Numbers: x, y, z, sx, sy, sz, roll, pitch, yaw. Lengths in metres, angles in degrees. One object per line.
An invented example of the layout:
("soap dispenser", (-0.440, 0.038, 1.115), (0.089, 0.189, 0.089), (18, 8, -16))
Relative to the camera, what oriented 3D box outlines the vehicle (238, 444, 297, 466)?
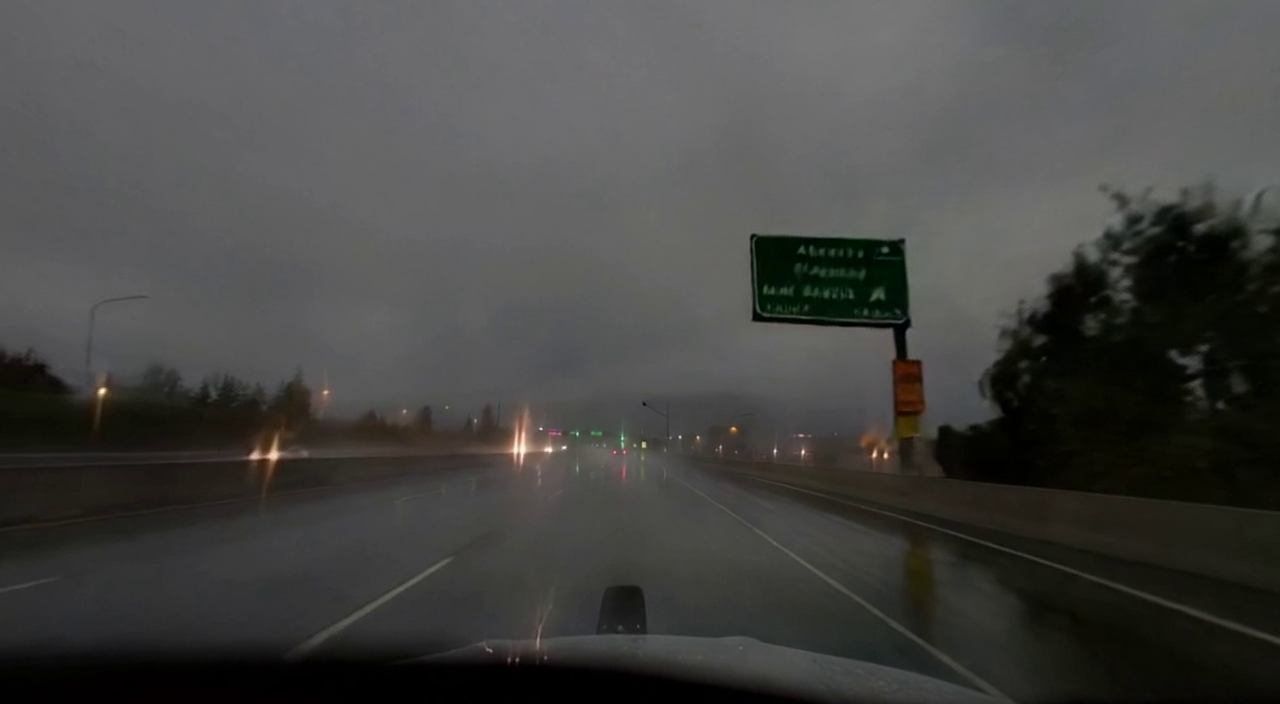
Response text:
("vehicle", (-26.004, 7.192, 44.165), (1.766, 1.461, 3.983), (0, -9, -2))
